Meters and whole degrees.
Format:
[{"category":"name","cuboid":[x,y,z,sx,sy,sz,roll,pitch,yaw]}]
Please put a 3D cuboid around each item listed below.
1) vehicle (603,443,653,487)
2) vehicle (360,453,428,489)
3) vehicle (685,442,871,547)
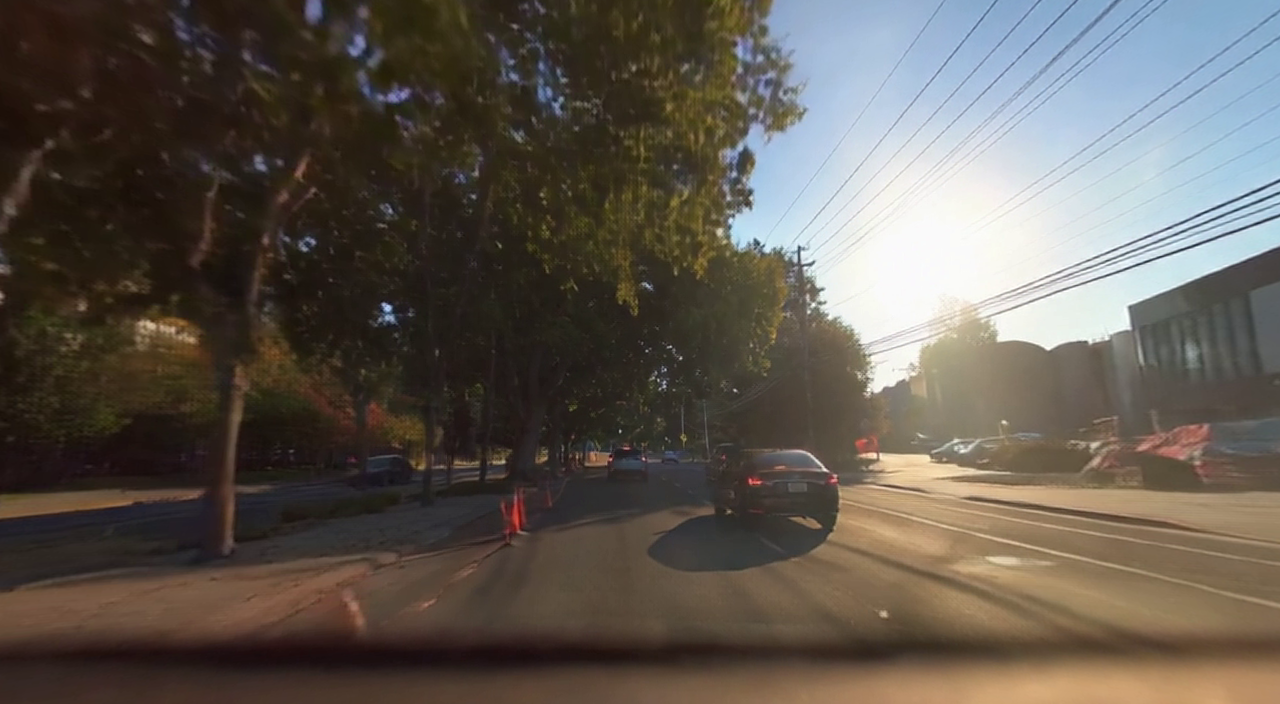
[{"category":"vehicle","cuboid":[-0.491,4.885,27.726,2.050,1.745,3.915,-1,-9,0]},{"category":"vehicle","cuboid":[-12.532,6.050,32.521,1.871,1.639,4.289,0,-9,-1]},{"category":"vehicle","cuboid":[2.164,2.391,11.404,1.977,1.460,4.565,0,-9,-5]}]
